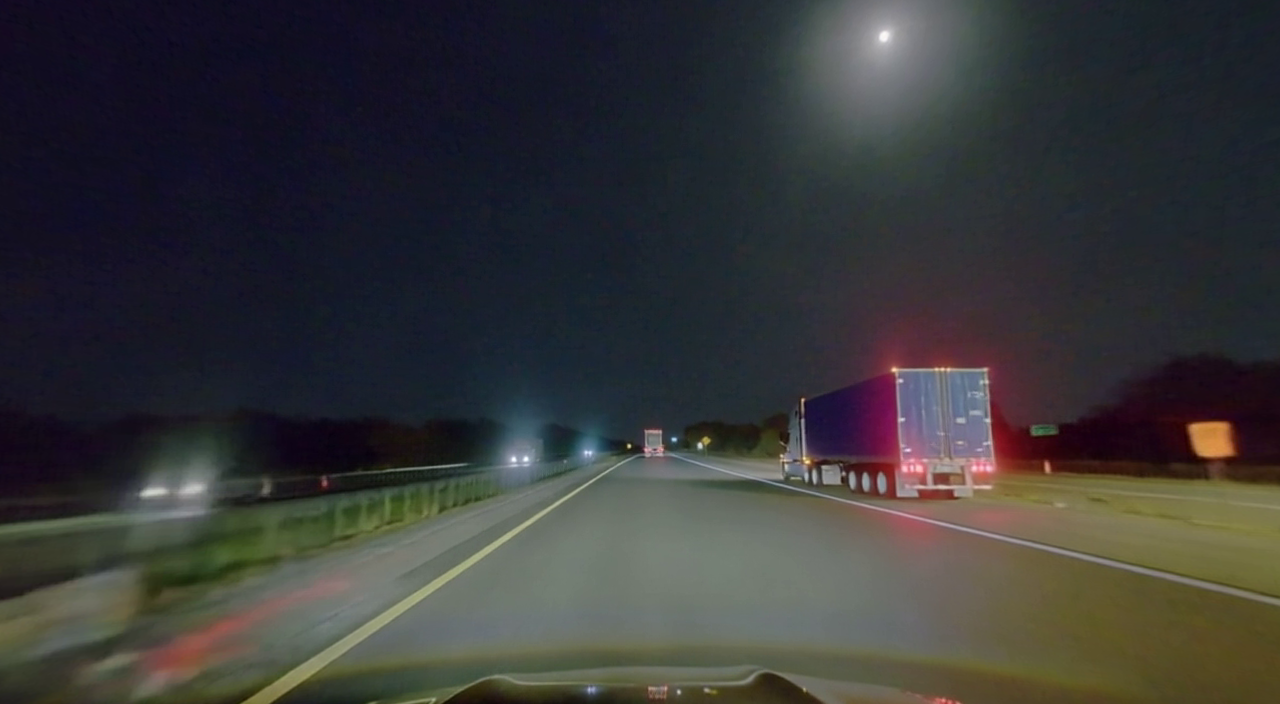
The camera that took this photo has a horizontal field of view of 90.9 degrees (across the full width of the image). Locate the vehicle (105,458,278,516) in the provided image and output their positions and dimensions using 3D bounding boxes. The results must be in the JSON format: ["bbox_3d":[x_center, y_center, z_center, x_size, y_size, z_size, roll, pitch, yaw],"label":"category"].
[{"bbox_3d":[-13.136,3.949,18.918,1.869,1.455,4.529,0,-9,0],"label":"vehicle"}]
